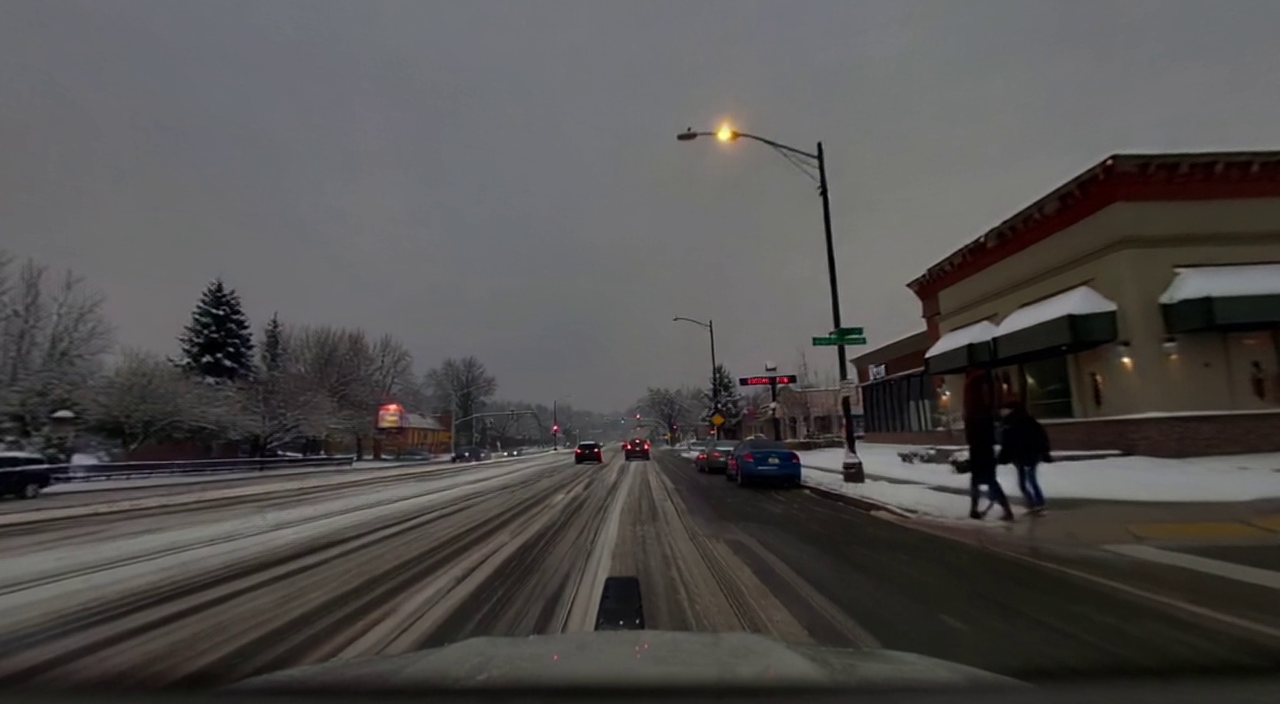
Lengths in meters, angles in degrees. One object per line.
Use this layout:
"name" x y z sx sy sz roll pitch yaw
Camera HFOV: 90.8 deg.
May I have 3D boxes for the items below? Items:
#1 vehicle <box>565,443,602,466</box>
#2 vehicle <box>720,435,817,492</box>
"vehicle" -3.983 7.322 45.281 2.179 1.490 4.742 0 -9 0
"vehicle" 3.749 3.371 19.384 1.922 1.507 4.824 0 -9 -1
